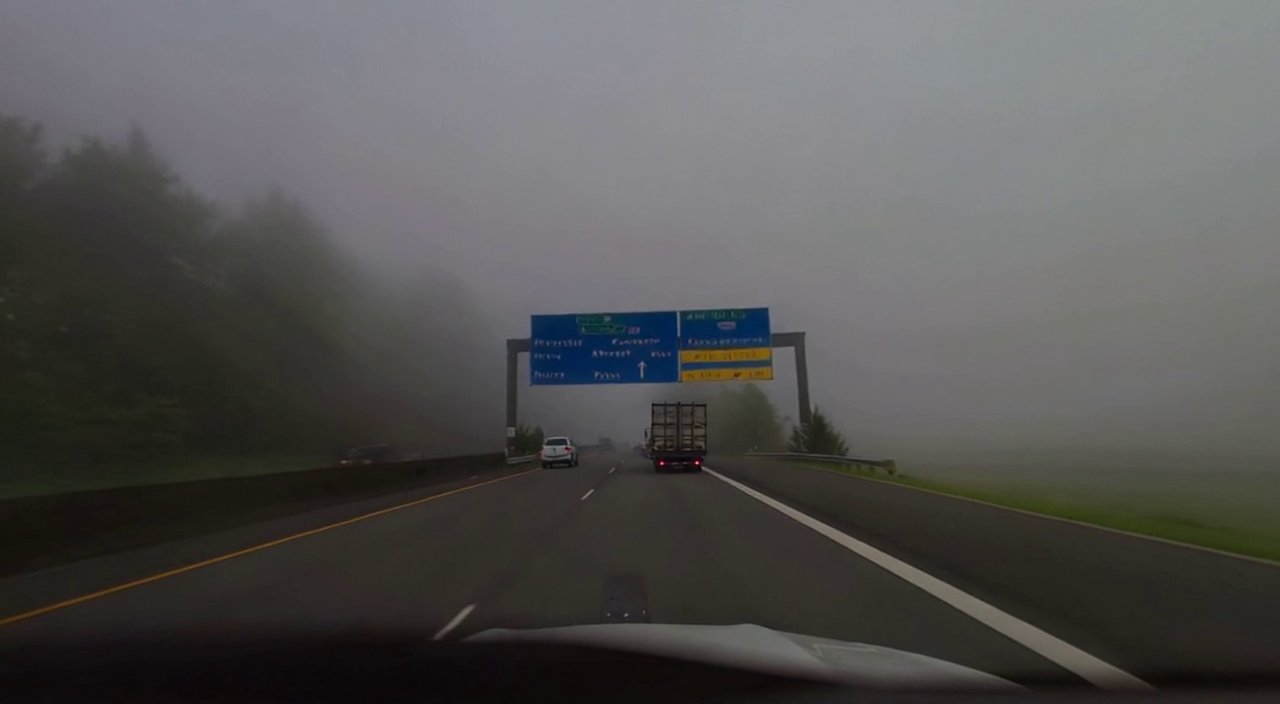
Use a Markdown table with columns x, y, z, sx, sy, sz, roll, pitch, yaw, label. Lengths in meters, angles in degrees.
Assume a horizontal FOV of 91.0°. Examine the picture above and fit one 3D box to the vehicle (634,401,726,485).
| x | y | z | sx | sy | sz | roll | pitch | yaw | label |
| --- | --- | --- | --- | --- | --- | --- | --- | --- | --- |
| 1.130 | 3.101 | 21.566 | 2.677 | 2.439 | 6.402 | 0 | -8 | 0 | vehicle |
